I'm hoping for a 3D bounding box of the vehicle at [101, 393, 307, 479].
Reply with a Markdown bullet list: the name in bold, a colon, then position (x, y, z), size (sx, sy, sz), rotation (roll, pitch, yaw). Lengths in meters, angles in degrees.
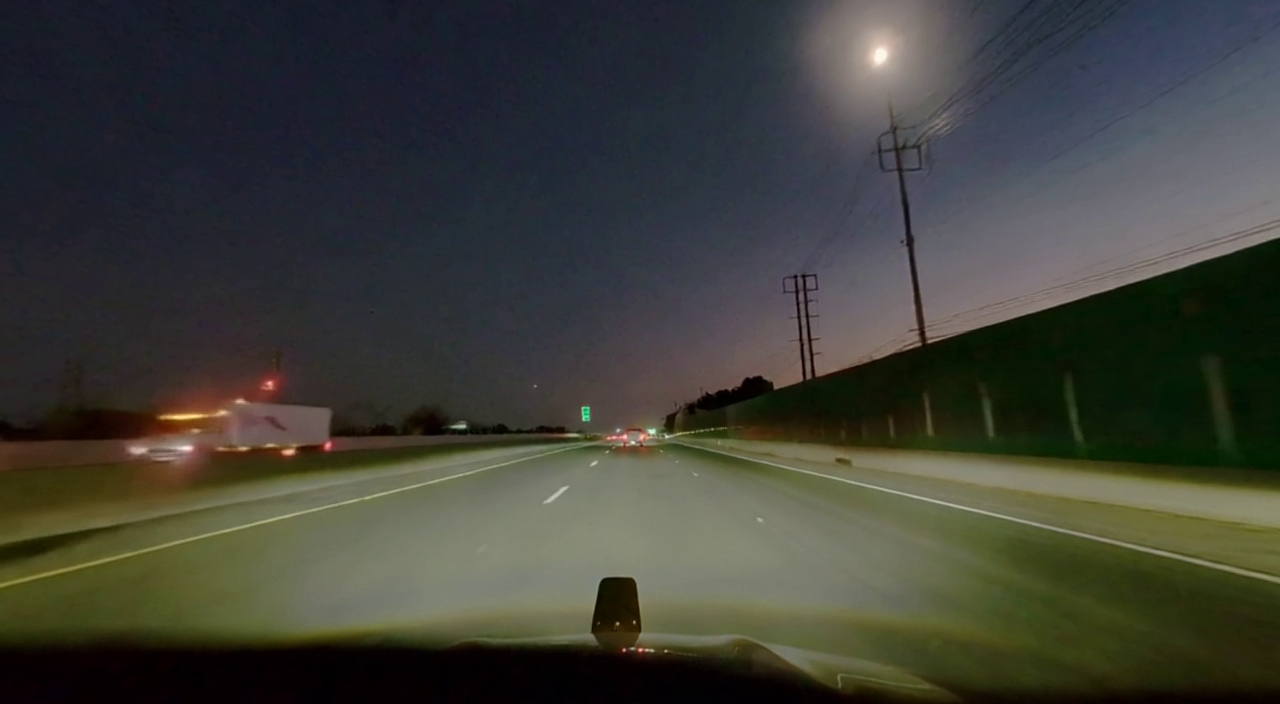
- **vehicle**: position (-20.674, 4.138, 31.094), size (2.966, 3.516, 10.162), rotation (0, -8, 0)
